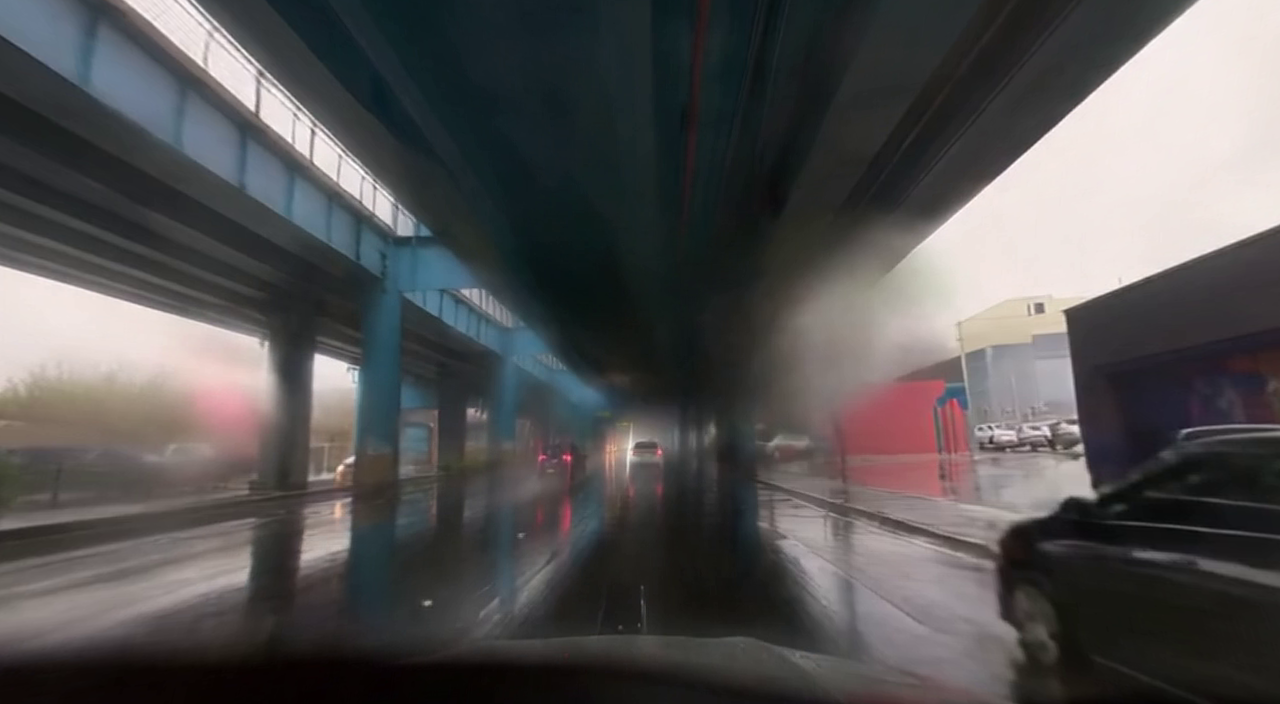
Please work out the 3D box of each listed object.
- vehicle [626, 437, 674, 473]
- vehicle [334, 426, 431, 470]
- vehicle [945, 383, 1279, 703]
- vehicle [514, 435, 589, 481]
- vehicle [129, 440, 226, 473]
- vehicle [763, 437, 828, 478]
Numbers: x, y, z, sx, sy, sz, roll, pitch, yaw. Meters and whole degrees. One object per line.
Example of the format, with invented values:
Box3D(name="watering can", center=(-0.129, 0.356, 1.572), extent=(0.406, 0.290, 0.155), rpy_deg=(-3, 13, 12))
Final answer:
Box3D(name="vehicle", center=(0.497, 4.882, 30.090), extent=(2.155, 1.571, 3.734), rpy_deg=(0, -8, 1))
Box3D(name="vehicle", center=(-16.815, 6.339, 41.855), extent=(3.082, 2.608, 6.994), rpy_deg=(-1, -8, 4))
Box3D(name="vehicle", center=(3.338, 0.942, 2.442), extent=(2.090, 1.575, 4.690), rpy_deg=(0, -8, 2))
Box3D(name="vehicle", center=(-3.157, 3.920, 23.581), extent=(2.024, 1.533, 4.549), rpy_deg=(0, -8, 2))
Box3D(name="vehicle", center=(-28.034, 6.337, 38.530), extent=(2.174, 1.824, 4.764), rpy_deg=(1, -8, 1))
Box3D(name="vehicle", center=(6.578, 4.495, 27.162), extent=(2.023, 1.627, 3.971), rpy_deg=(0, -8, 3))
